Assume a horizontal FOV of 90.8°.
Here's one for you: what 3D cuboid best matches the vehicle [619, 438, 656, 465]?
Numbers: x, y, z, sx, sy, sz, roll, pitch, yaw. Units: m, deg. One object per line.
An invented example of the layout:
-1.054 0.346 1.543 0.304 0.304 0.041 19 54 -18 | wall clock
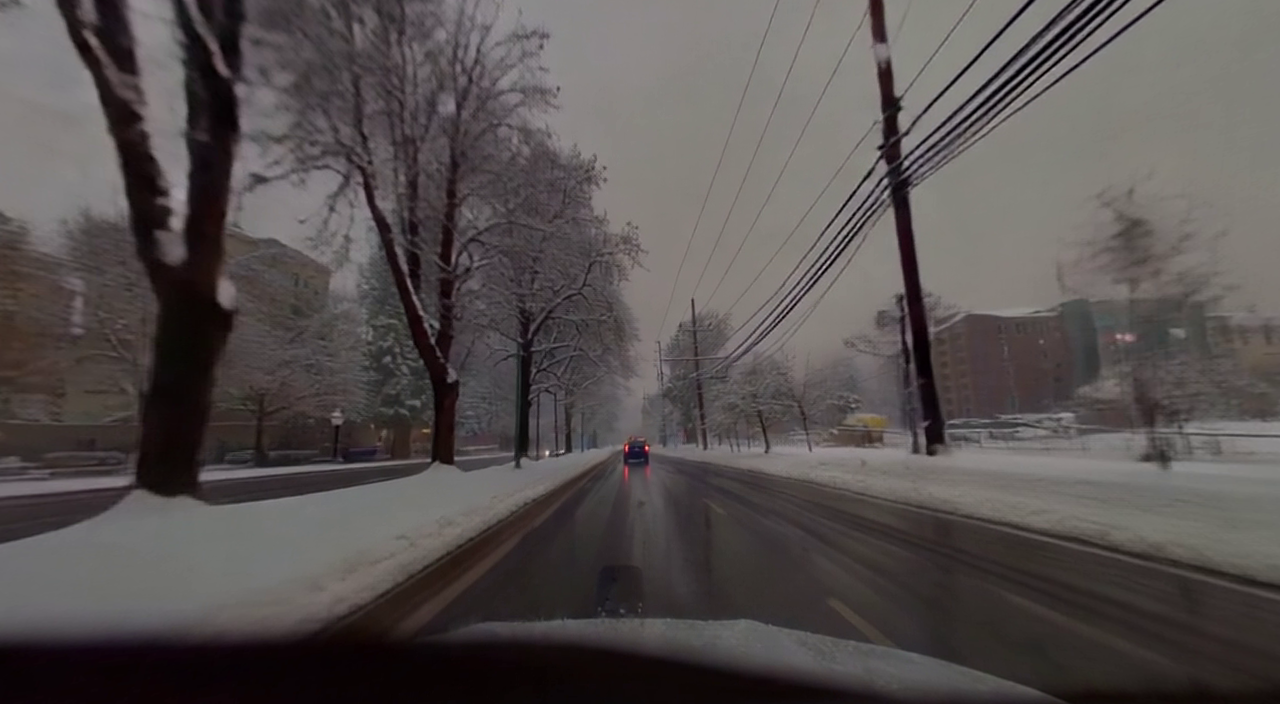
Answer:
-0.193 5.979 38.011 2.109 1.501 4.042 0 -8 -1 | vehicle
